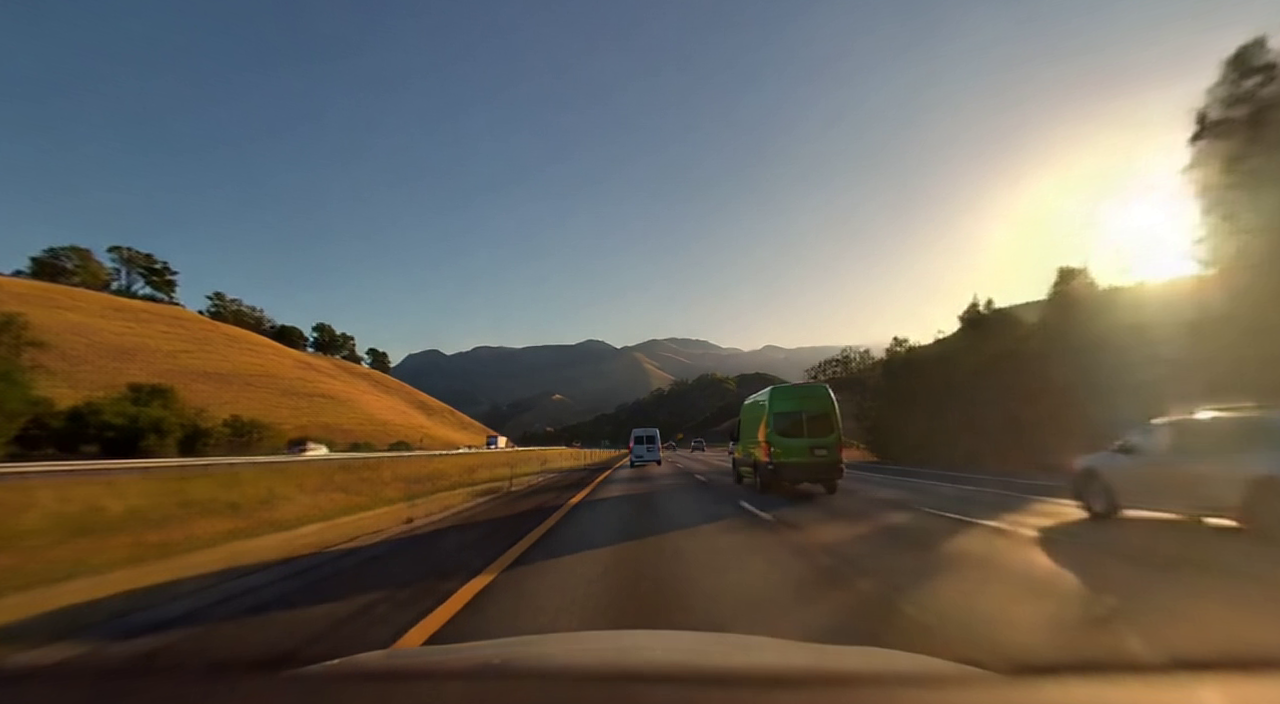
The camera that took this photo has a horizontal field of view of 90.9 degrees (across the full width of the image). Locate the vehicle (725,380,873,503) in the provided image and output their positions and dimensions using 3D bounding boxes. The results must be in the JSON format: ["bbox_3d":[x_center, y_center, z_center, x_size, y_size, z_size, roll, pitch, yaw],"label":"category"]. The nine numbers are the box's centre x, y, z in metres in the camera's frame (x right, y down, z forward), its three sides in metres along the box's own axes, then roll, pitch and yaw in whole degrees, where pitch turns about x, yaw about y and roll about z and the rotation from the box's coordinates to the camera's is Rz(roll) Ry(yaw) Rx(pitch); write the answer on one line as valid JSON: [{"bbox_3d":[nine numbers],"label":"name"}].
[{"bbox_3d":[3.877,2.379,16.858,2.302,2.670,6.176,0,-8,0],"label":"vehicle"}]

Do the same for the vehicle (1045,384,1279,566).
[{"bbox_3d":[7.946,1.509,8.091,2.240,1.925,4.854,0,-8,0],"label":"vehicle"}]

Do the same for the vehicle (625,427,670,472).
[{"bbox_3d":[0.364,4.930,32.130,2.131,2.122,4.473,0,-8,0],"label":"vehicle"}]

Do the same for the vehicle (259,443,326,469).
[{"bbox_3d":[-24.592,7.367,44.859,2.012,1.697,4.756,0,-8,1],"label":"vehicle"}]
